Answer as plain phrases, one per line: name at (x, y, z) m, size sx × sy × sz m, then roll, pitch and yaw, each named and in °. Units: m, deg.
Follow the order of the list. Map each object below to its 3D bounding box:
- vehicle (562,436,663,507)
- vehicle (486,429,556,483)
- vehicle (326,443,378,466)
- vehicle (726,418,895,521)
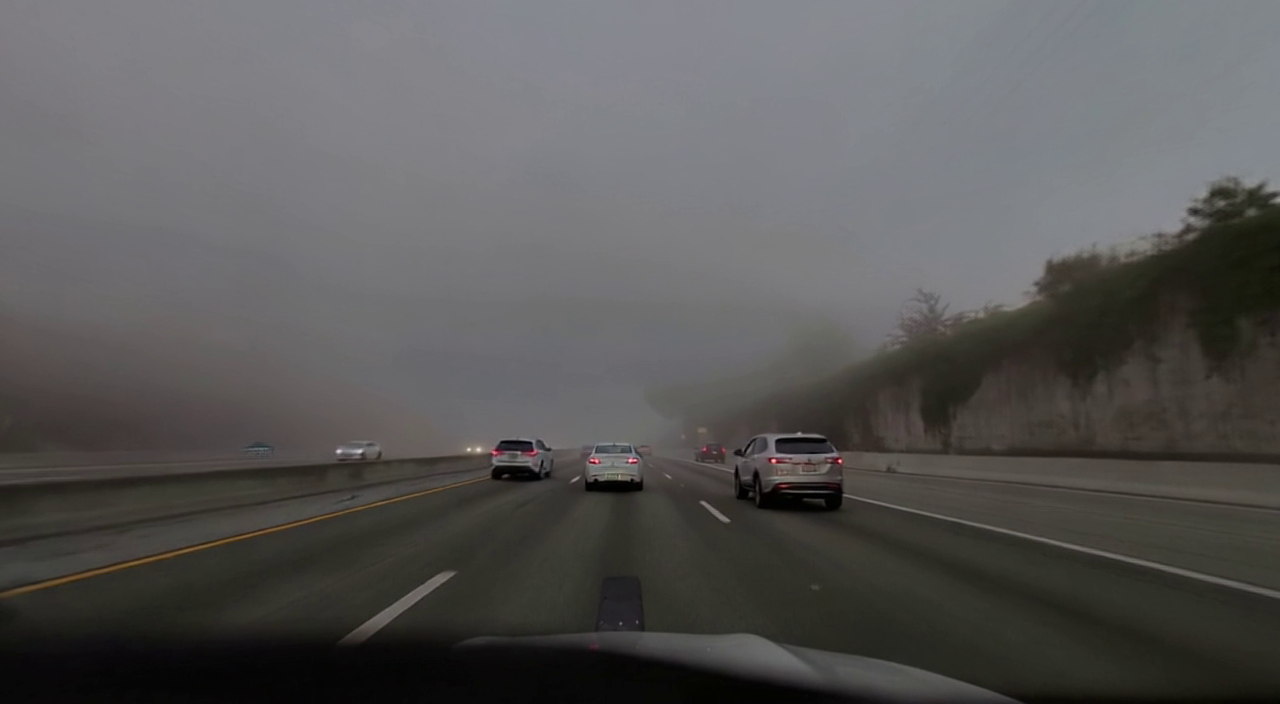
vehicle at (-0.630, 2.803, 15.278) m, size 2.098 × 1.475 × 3.997 m, roll 0°, pitch -9°, yaw -2°
vehicle at (-4.638, 4.149, 25.380) m, size 1.983 × 1.948 × 4.822 m, roll 0°, pitch -9°, yaw -1°
vehicle at (-19.526, 6.949, 43.001) m, size 1.802 × 1.481 × 3.919 m, roll 0°, pitch -9°, yaw -2°
vehicle at (3.343, 2.423, 13.580) m, size 2.162 × 1.800 × 4.693 m, roll 0°, pitch -9°, yaw -2°
